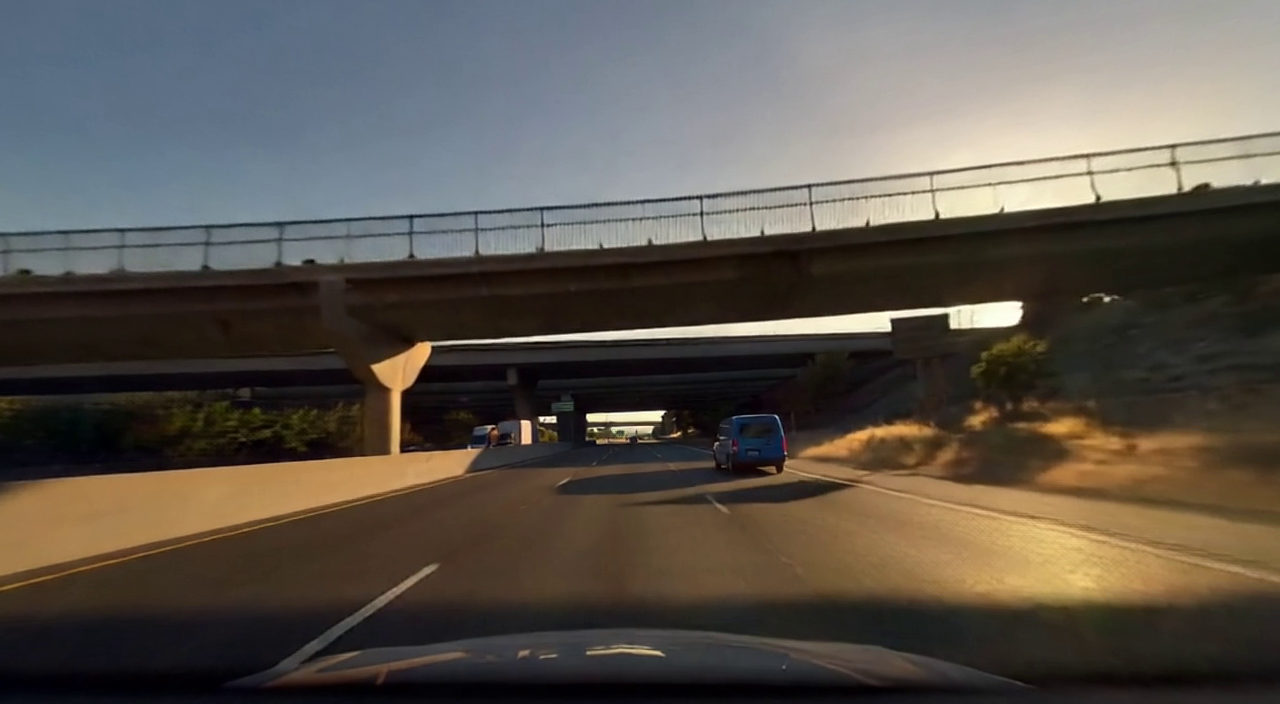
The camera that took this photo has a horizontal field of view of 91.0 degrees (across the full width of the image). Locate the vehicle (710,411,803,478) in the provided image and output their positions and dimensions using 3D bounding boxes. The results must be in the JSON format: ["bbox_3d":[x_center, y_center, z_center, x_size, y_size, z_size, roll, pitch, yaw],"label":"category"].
[{"bbox_3d":[3.839,3.156,21.628,2.161,2.002,4.631,-1,-8,-2],"label":"vehicle"}]
